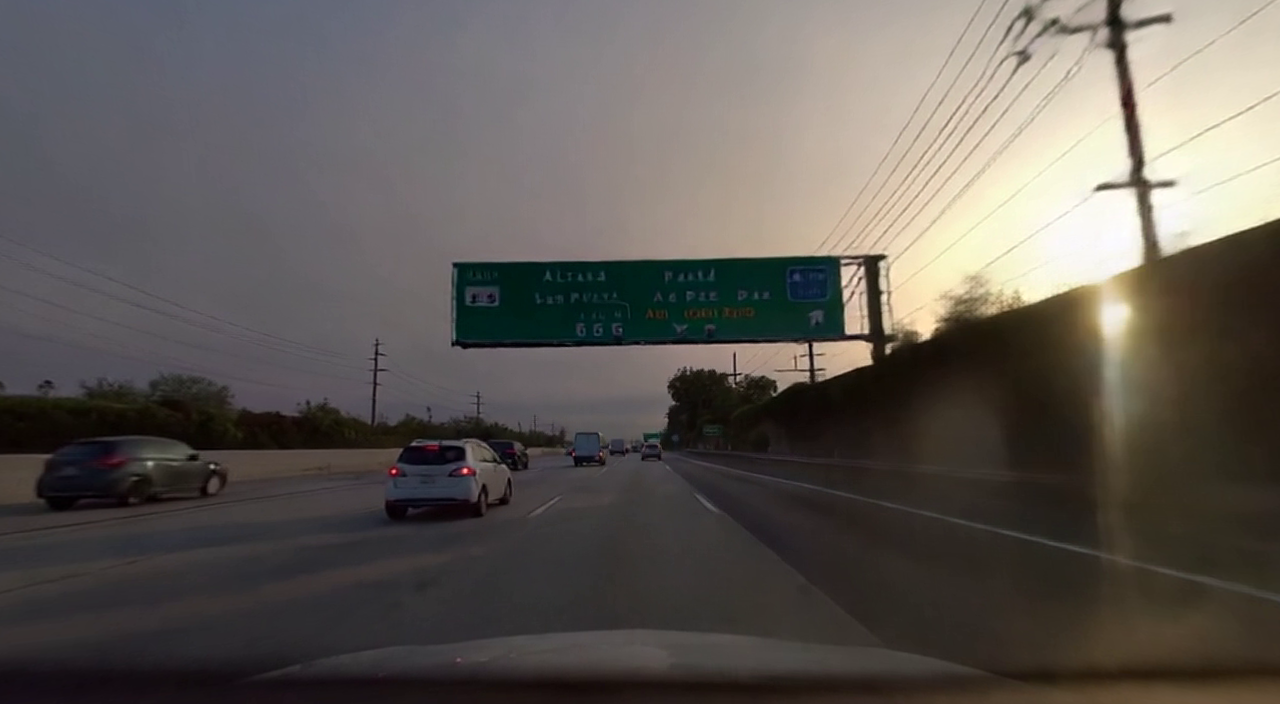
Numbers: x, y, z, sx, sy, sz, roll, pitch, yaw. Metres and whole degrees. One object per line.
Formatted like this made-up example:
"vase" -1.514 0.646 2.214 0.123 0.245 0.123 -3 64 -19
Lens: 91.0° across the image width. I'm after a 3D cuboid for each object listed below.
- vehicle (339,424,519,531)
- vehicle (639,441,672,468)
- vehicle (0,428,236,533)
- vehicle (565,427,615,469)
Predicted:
"vehicle" -3.765 2.318 12.158 1.976 1.688 4.124 0 -9 1
"vehicle" 1.021 6.761 41.644 2.038 1.677 4.219 0 -9 2
"vehicle" -11.008 2.499 12.933 2.097 1.722 4.981 0 -9 0
"vehicle" -3.684 7.409 48.579 2.915 2.885 9.394 0 -9 1
